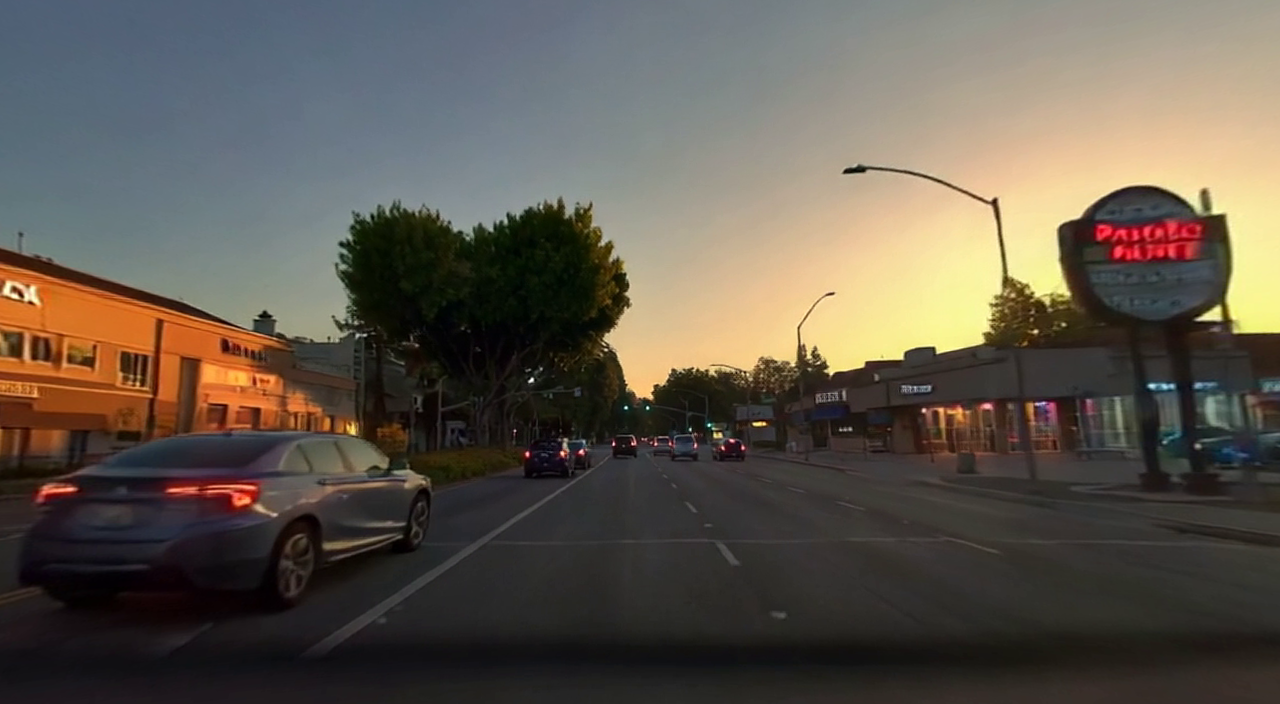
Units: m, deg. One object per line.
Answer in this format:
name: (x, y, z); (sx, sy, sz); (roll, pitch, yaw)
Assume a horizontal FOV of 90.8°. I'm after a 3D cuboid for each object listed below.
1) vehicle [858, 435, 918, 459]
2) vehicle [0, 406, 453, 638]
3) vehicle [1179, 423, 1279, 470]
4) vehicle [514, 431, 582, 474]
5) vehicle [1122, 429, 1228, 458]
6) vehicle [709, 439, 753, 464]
vehicle: (16.060, 6.173, 41.198); (1.819, 1.457, 4.680); (0, -8, -3)
vehicle: (-3.685, 1.453, 6.479); (2.097, 1.497, 4.571); (0, -8, 1)
vehicle: (23.769, 3.535, 23.730); (4.824, 1.693, 1.984); (-4, -9, 21)
vehicle: (-3.767, 4.214, 26.572); (2.143, 1.643, 4.336); (0, -8, 1)
vehicle: (30.550, 5.245, 36.239); (4.181, 1.491, 1.706); (-5, -10, 23)
vehicle: (5.578, 6.161, 39.263); (2.017, 1.453, 4.497); (0, -8, -1)
